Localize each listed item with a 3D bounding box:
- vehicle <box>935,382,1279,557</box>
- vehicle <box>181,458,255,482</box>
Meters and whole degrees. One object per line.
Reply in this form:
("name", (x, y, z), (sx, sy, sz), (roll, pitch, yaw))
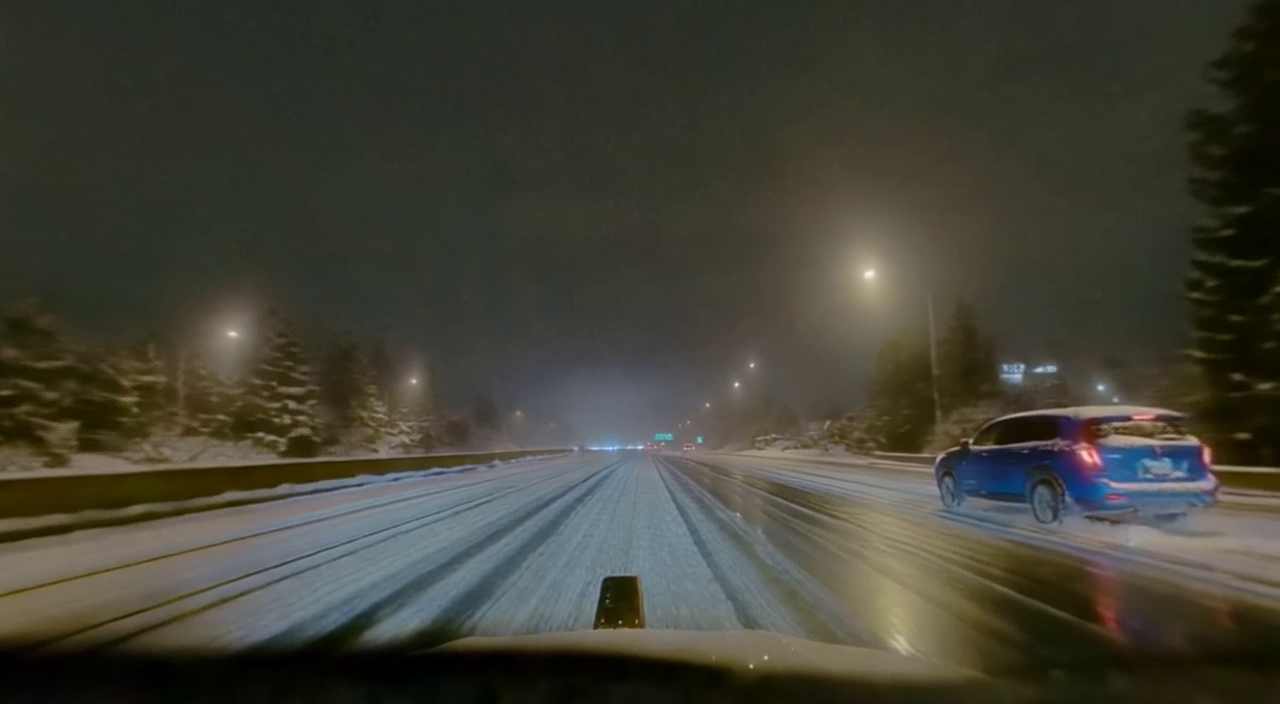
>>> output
("vehicle", (6.597, 1.615, 9.251), (2.222, 1.899, 4.595), (0, -8, -1))
("vehicle", (-29.291, 8.168, 43.994), (1.907, 1.499, 4.738), (-1, -8, 0))
